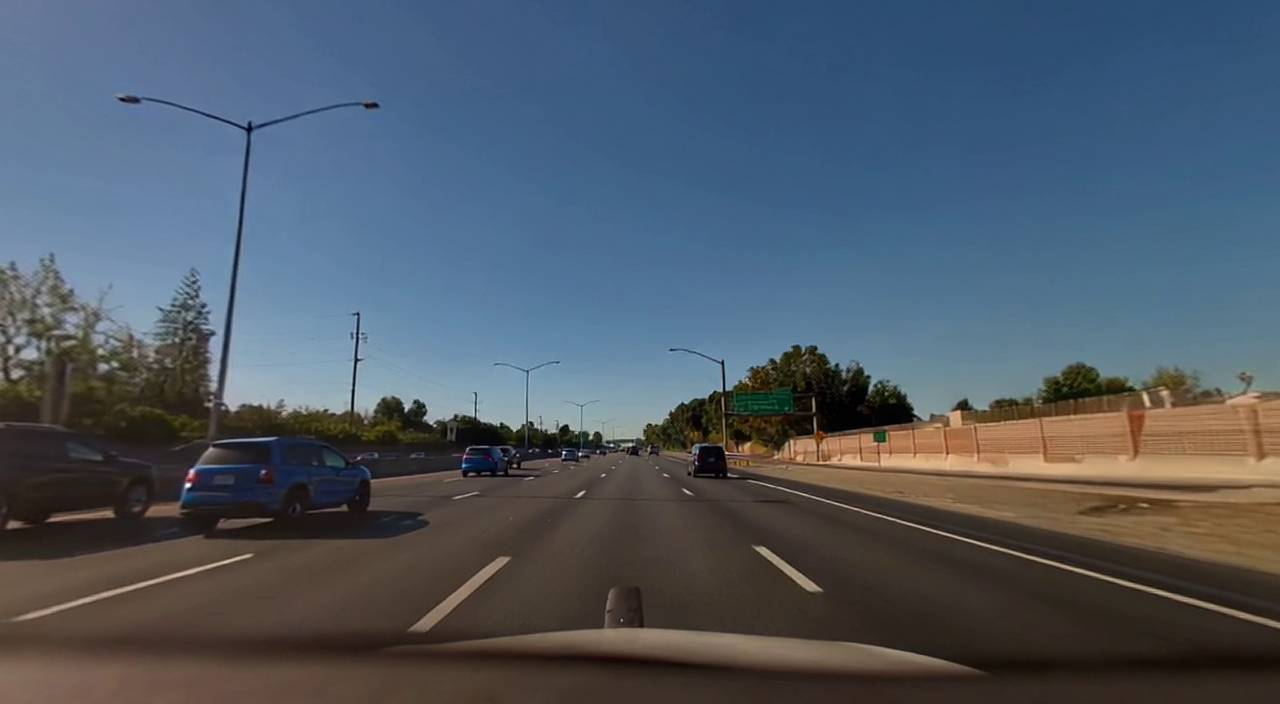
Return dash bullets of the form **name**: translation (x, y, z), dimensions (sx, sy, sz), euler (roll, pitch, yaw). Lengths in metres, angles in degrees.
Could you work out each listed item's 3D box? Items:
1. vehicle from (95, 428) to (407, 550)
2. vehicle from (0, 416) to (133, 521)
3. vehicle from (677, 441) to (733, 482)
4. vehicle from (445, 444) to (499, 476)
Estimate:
- **vehicle**: translation (-6.835, 2.453, 12.149), dimensions (2.524, 1.806, 5.325), euler (0, -8, 1)
- **vehicle**: translation (-14.482, 2.469, 13.415), dimensions (2.654, 2.145, 5.489), euler (0, -8, 1)
- **vehicle**: translation (3.170, 5.477, 31.830), dimensions (2.184, 1.892, 4.763), euler (0, -8, -1)
- **vehicle**: translation (-10.823, 6.957, 40.830), dimensions (2.137, 1.873, 4.687), euler (0, -8, 1)
